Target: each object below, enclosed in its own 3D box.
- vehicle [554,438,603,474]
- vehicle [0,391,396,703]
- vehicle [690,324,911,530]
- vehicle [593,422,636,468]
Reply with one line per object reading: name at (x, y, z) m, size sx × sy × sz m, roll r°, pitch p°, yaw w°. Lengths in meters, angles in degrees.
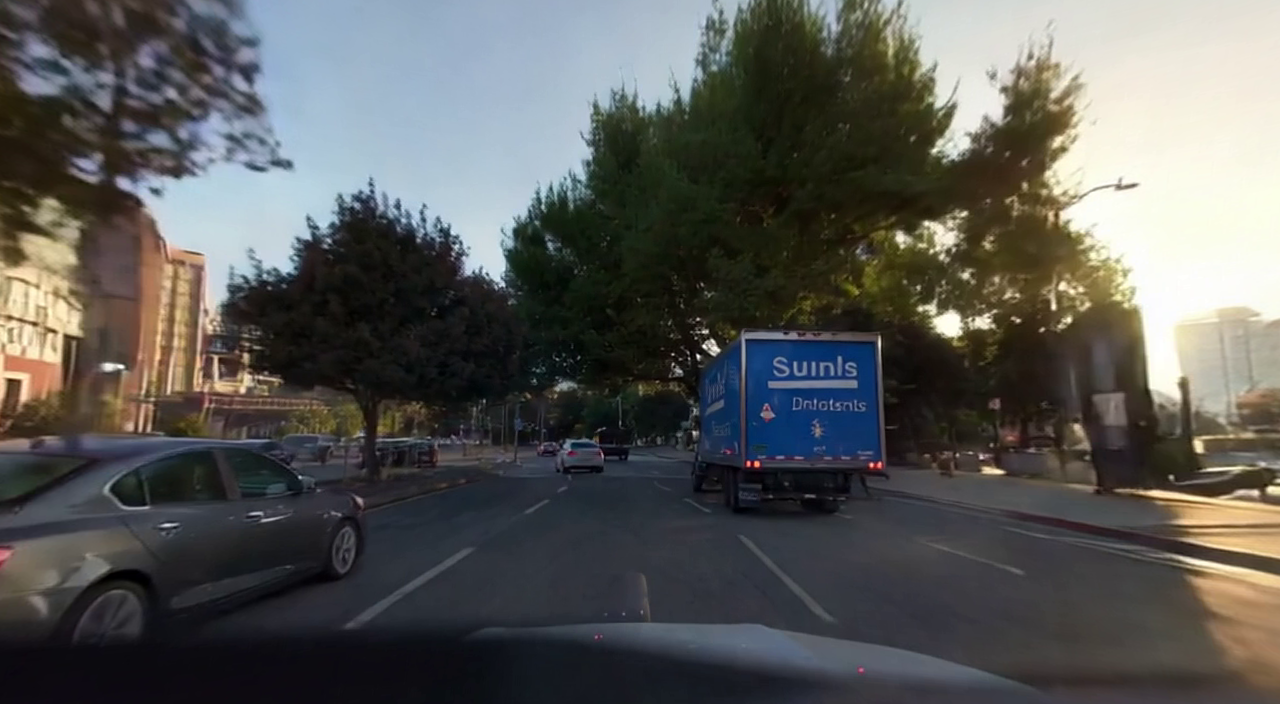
vehicle at (-3.426, 5.662, 34.285) m, size 2.388 × 1.811 × 4.455 m, roll 1°, pitch -9°, yaw -8°
vehicle at (-3.566, 1.225, 4.550) m, size 1.828 × 1.515 × 4.422 m, roll 0°, pitch -9°, yaw 0°
vehicle at (3.168, 1.924, 15.395) m, size 2.905 × 3.644 × 8.441 m, roll 0°, pitch -9°, yaw -2°
vehicle at (-2.053, 7.090, 47.585) m, size 2.837 × 3.142 × 7.371 m, roll 2°, pitch -9°, yaw -5°
